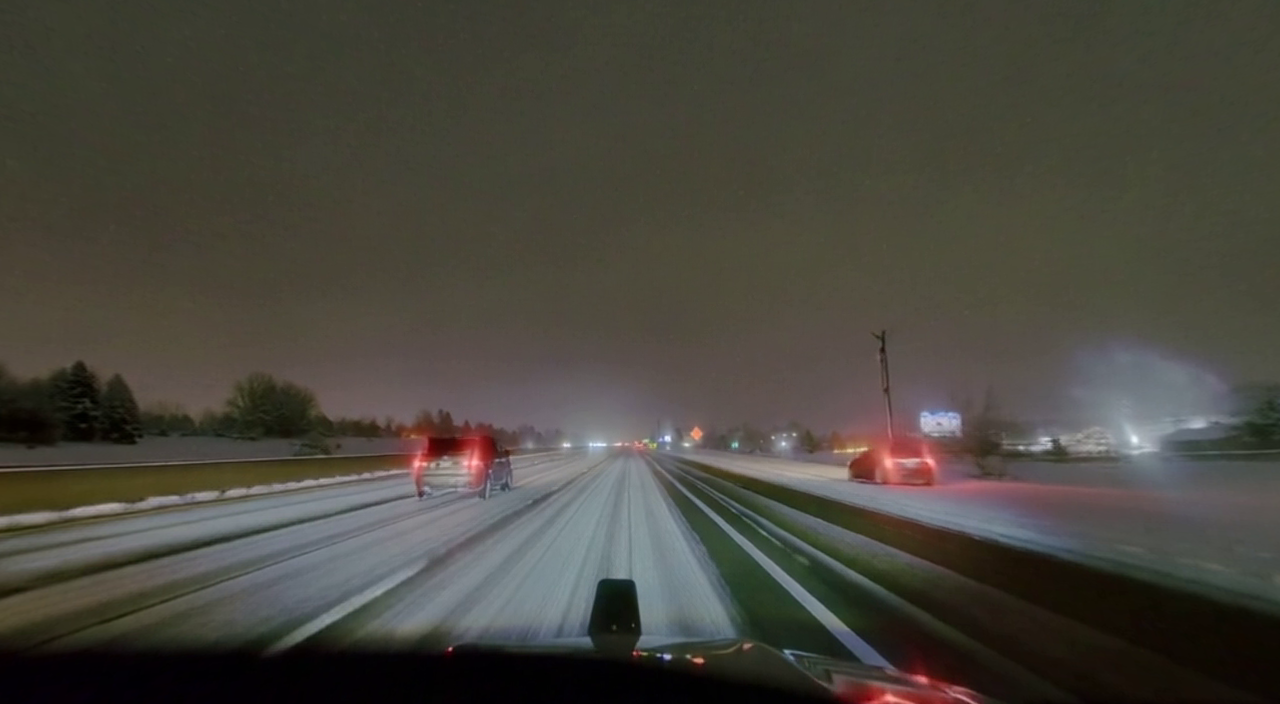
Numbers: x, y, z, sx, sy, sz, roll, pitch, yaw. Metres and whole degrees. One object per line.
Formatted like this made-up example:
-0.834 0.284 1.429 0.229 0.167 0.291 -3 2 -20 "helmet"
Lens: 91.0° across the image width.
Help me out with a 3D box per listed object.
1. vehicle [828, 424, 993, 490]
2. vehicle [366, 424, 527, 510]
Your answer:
7.575 2.988 18.348 2.136 1.641 4.964 1 -8 -7 "vehicle"
-4.258 2.609 14.934 2.200 1.662 5.091 0 -8 0 "vehicle"
